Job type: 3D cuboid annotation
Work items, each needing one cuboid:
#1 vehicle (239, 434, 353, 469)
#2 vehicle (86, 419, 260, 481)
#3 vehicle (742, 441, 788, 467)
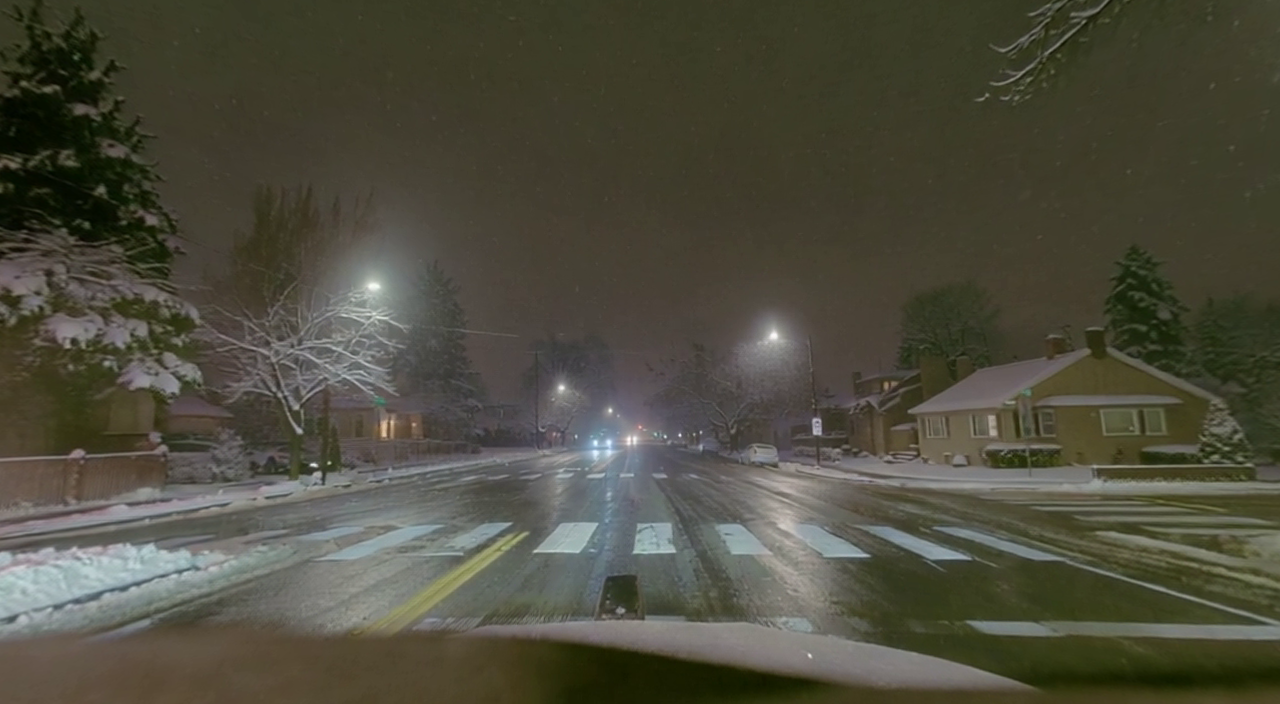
[{"bbox_3d":[-17.956,5.224,33.151,4.743,1.734,1.994,0,-9,0],"label":"vehicle"},{"bbox_3d":[-17.938,3.810,24.503,4.800,2.259,2.303,0,-9,0],"label":"vehicle"},{"bbox_3d":[8.004,6.574,40.891,2.029,1.554,4.705,0,-9,1],"label":"vehicle"}]
